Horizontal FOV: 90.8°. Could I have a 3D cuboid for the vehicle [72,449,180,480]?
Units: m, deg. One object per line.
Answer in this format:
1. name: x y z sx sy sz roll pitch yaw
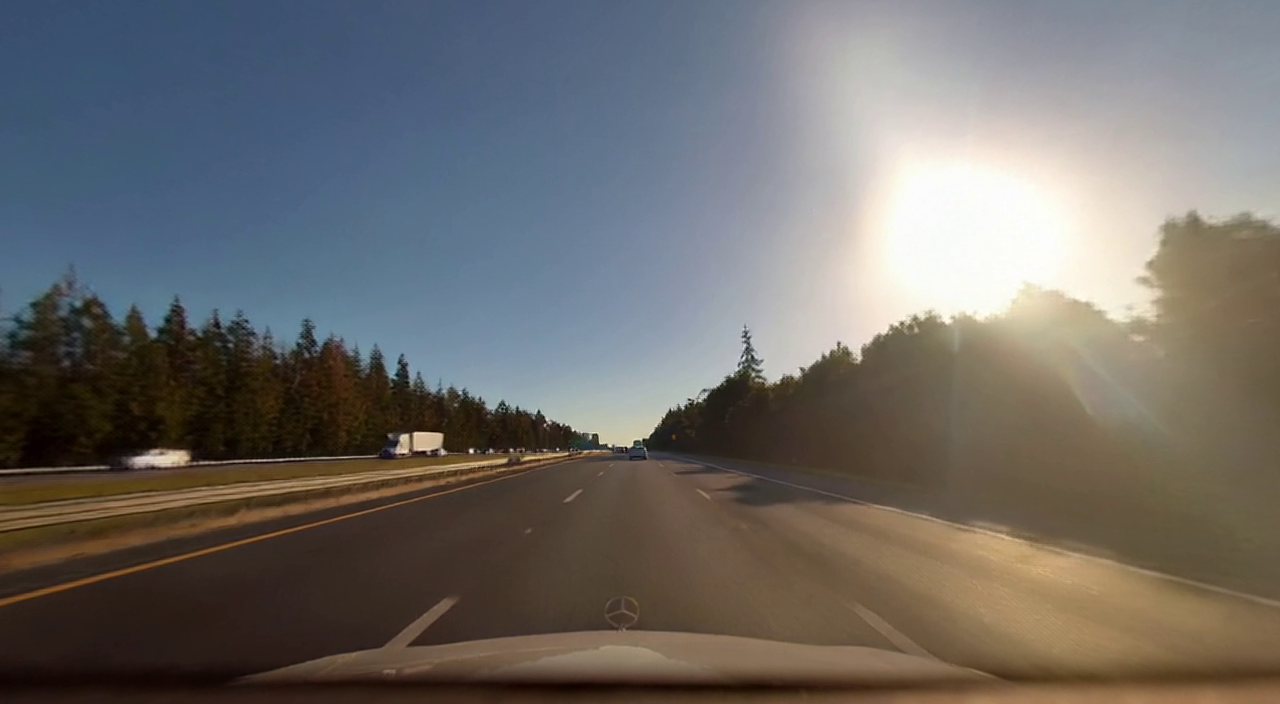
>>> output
1. vehicle: -36.498 7.984 45.188 2.205 2.001 6.465 0 -9 0
